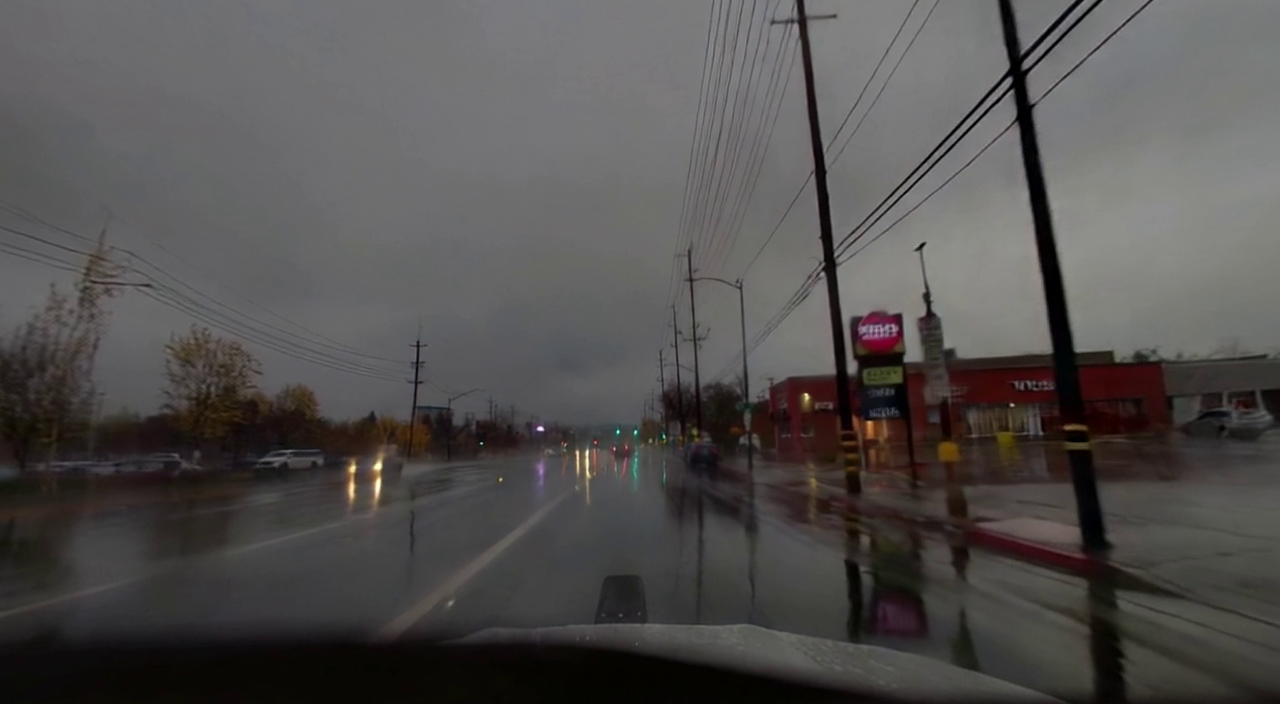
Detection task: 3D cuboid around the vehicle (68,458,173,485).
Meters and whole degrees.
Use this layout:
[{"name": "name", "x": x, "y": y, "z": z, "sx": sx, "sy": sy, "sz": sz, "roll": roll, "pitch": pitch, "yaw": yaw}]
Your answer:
[{"name": "vehicle", "x": -32.390, "y": 7.426, "z": 39.470, "sx": 4.720, "sy": 1.556, "sz": 2.070, "roll": 0, "pitch": -9, "yaw": 1}]

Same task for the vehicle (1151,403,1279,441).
[{"name": "vehicle", "x": 33.591, "y": 4.139, "z": 36.745, "sx": 2.071, "sy": 1.958, "sz": 5.485, "roll": 4, "pitch": -10, "yaw": -27}]

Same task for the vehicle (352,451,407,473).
[{"name": "vehicle", "x": -18.535, "y": 7.817, "z": 45.153, "sx": 1.990, "sy": 1.500, "sz": 4.467, "roll": 0, "pitch": -9, "yaw": 0}]

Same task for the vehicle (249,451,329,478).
[{"name": "vehicle", "x": -25.299, "y": 8.083, "z": 45.726, "sx": 2.239, "sy": 1.802, "sz": 4.652, "roll": -4, "pitch": -9, "yaw": 21}]

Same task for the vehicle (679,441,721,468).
[{"name": "vehicle", "x": 3.525, "y": 6.131, "z": 37.983, "sx": 1.922, "sy": 1.507, "sz": 4.824, "roll": 0, "pitch": -9, "yaw": -1}]

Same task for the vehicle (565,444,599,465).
[{"name": "vehicle", "x": -4.282, "y": 7.658, "z": 47.436, "sx": 2.179, "sy": 1.490, "sz": 4.742, "roll": 0, "pitch": -9, "yaw": -1}]
